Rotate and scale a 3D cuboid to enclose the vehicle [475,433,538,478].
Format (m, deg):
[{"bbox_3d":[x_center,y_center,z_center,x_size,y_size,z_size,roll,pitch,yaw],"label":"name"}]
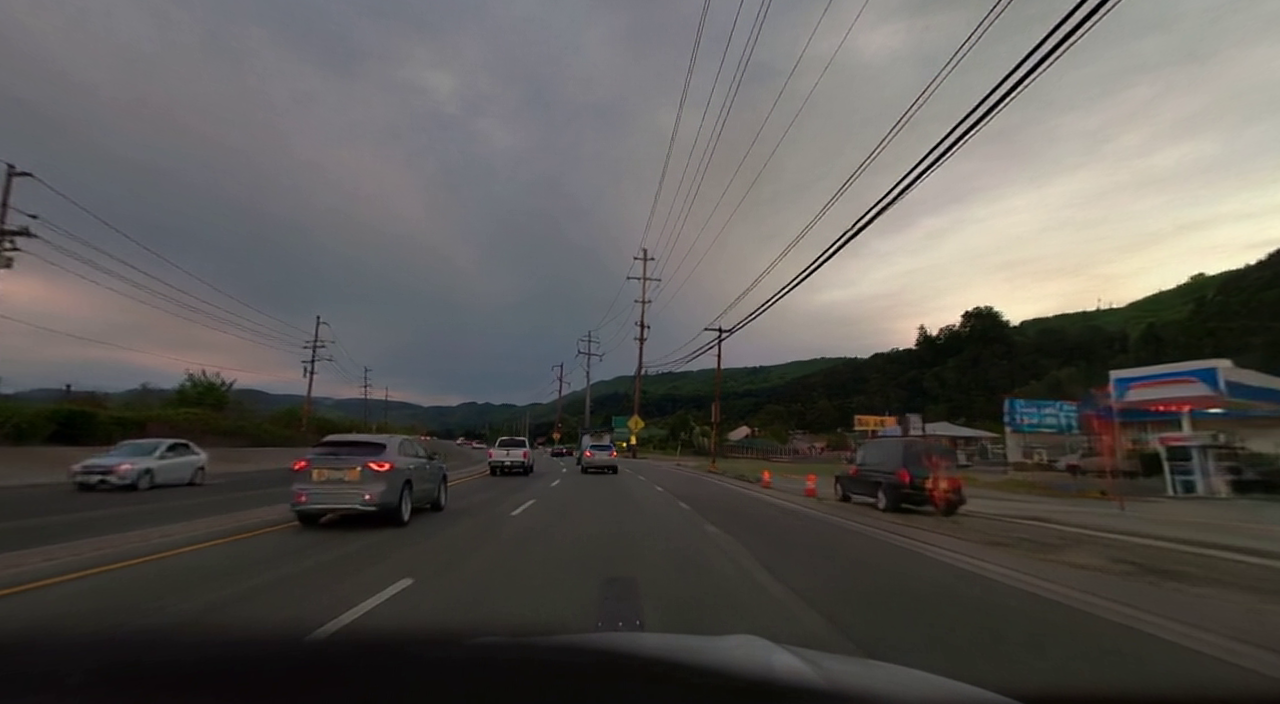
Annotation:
[{"bbox_3d":[-6.440,5.078,31.195,2.345,2.012,5.693,1,-9,-5],"label":"vehicle"}]

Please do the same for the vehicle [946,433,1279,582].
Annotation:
[{"bbox_3d":[6.362,1.941,8.844,1.877,1.503,4.653,0,-9,1],"label":"vehicle"}]

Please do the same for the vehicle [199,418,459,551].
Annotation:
[{"bbox_3d":[-4.759,2.085,10.665,2.185,1.721,4.550,0,-9,-2],"label":"vehicle"}]

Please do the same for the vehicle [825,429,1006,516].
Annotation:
[{"bbox_3d":[6.340,2.814,15.279,2.058,1.747,4.585,1,-9,-4],"label":"vehicle"}]

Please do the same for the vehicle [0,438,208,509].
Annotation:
[{"bbox_3d":[-13.795,3.096,16.612,1.930,1.591,4.408,0,-9,-3],"label":"vehicle"}]

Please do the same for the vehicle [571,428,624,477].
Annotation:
[{"bbox_3d":[-2.268,5.157,32.666,2.486,2.280,5.291,1,-9,-6],"label":"vehicle"}]
